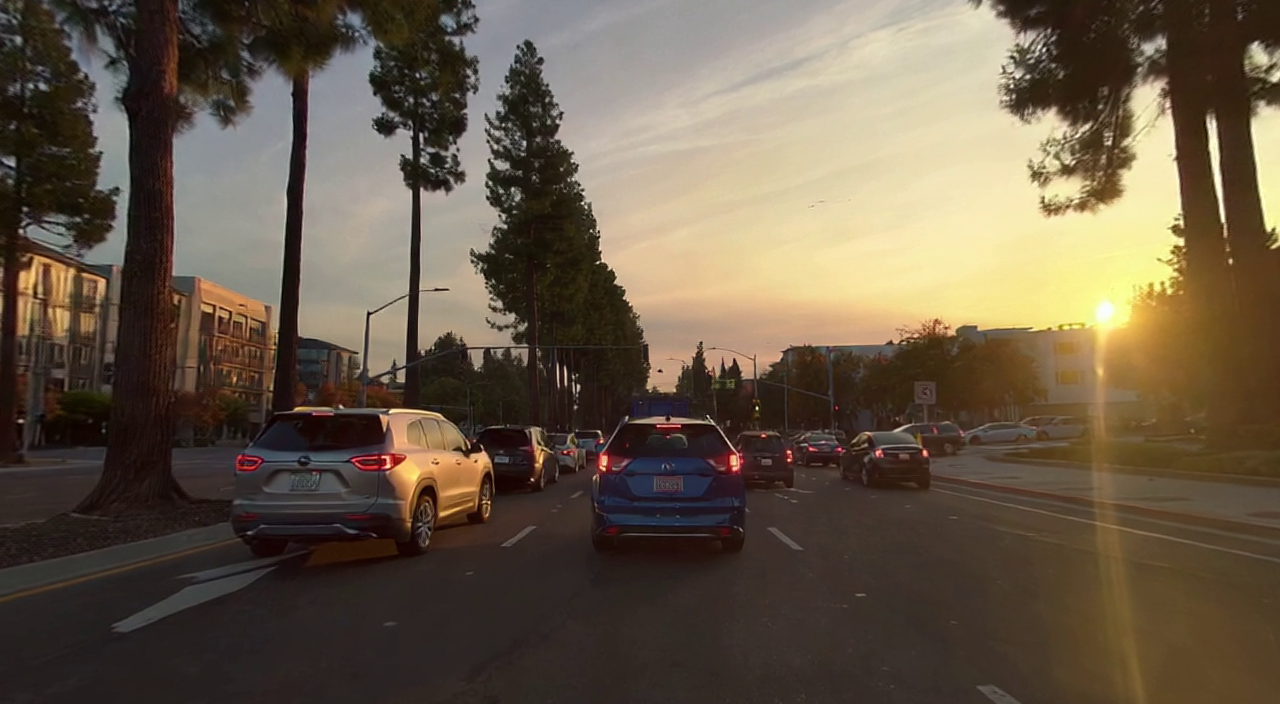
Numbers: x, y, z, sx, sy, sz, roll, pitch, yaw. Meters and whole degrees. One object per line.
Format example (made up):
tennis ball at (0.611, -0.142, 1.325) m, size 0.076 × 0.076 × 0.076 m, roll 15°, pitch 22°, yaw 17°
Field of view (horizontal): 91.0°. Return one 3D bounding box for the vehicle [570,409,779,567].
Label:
vehicle at (0.386, 1.744, 8.774) m, size 2.189 × 1.649 × 4.171 m, roll 0°, pitch -8°, yaw 1°

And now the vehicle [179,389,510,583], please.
vehicle at (-3.243, 1.577, 8.174) m, size 2.085 × 1.812 × 4.388 m, roll 0°, pitch -8°, yaw 1°

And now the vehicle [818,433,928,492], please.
vehicle at (7.077, 3.386, 19.627) m, size 2.067 × 1.599 × 4.251 m, roll -1°, pitch -8°, yaw 4°
